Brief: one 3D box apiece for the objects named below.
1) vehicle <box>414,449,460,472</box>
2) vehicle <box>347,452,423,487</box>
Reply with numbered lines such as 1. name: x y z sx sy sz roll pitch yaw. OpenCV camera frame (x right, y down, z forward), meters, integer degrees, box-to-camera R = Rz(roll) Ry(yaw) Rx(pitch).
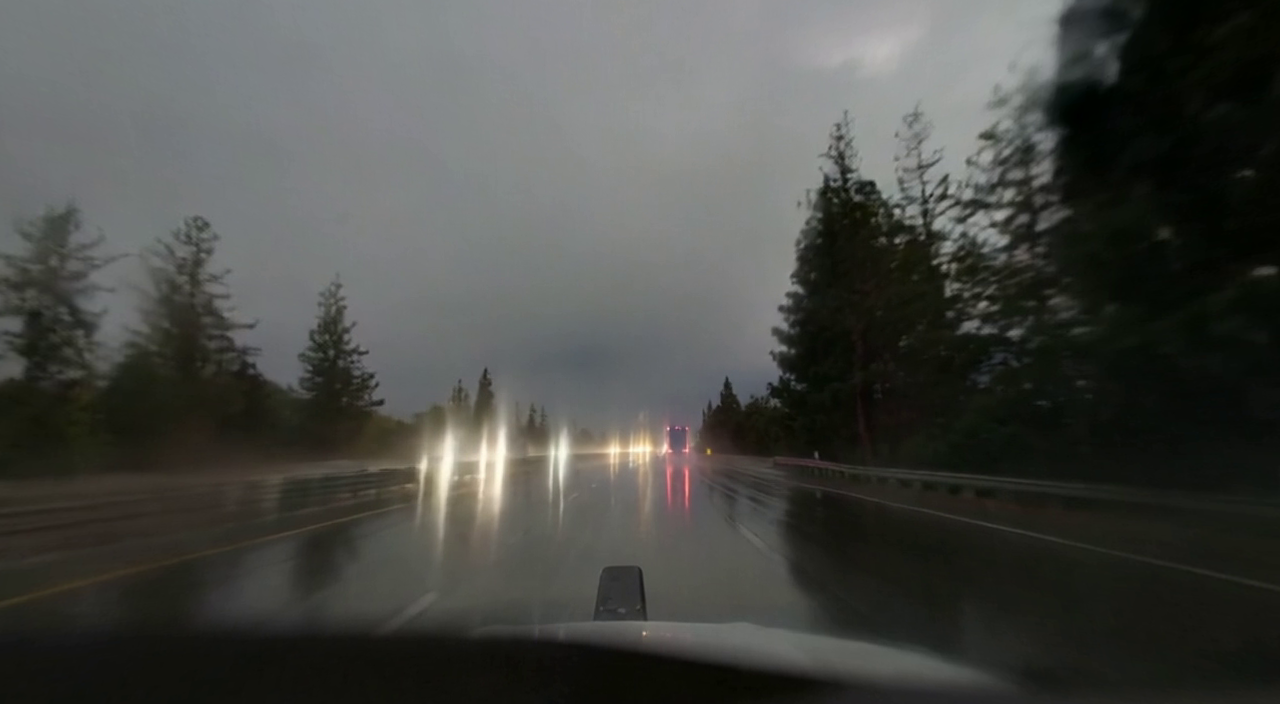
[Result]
1. vehicle: -15.700 8.414 48.958 1.946 1.683 4.594 -1 -9 1
2. vehicle: -11.629 5.369 29.020 1.822 1.441 4.016 0 -9 0
